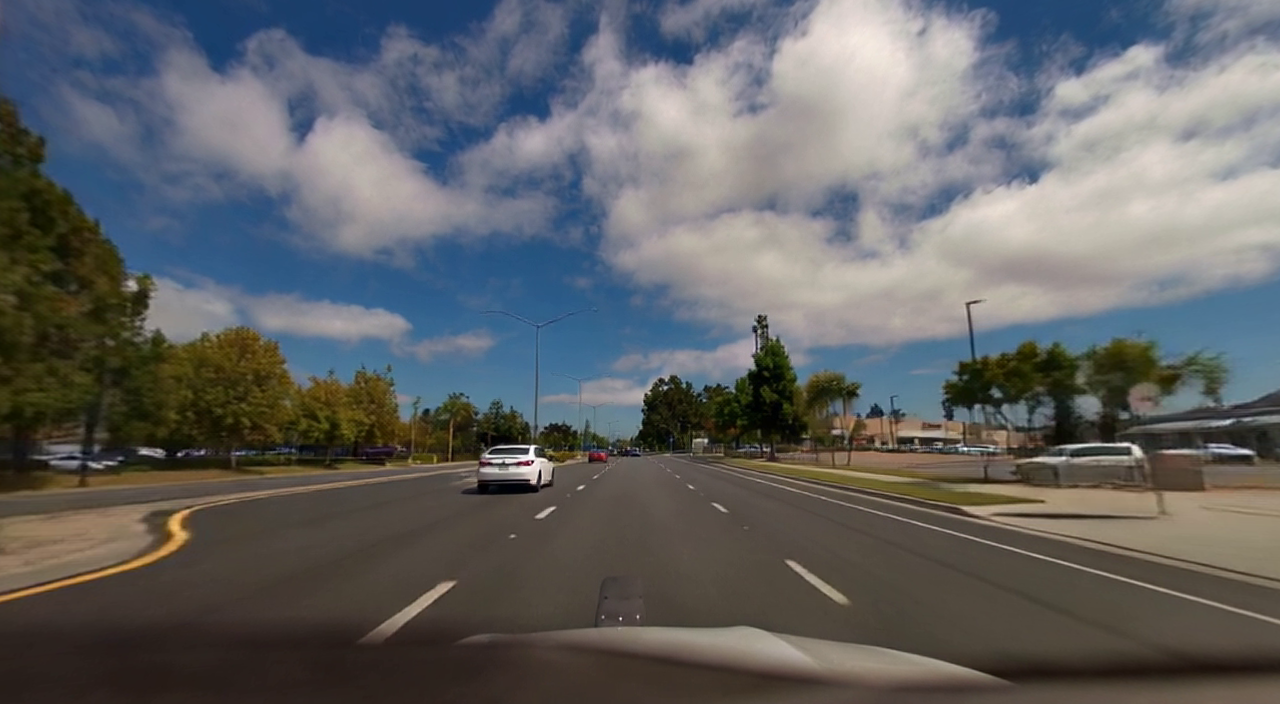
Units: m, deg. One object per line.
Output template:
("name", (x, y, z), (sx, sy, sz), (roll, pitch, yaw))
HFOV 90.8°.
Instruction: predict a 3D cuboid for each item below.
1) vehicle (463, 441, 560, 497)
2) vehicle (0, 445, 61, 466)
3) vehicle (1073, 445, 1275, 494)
("vehicle", (-3.702, 3.446, 19.047), (2.003, 1.454, 4.484), (0, -9, 0))
("vehicle", (-46.145, 7.694, 46.727), (4.508, 1.446, 2.058), (-1, -9, -1))
("vehicle", (16.215, 3.566, 19.381), (4.341, 1.412, 2.035), (0, -9, -1))
